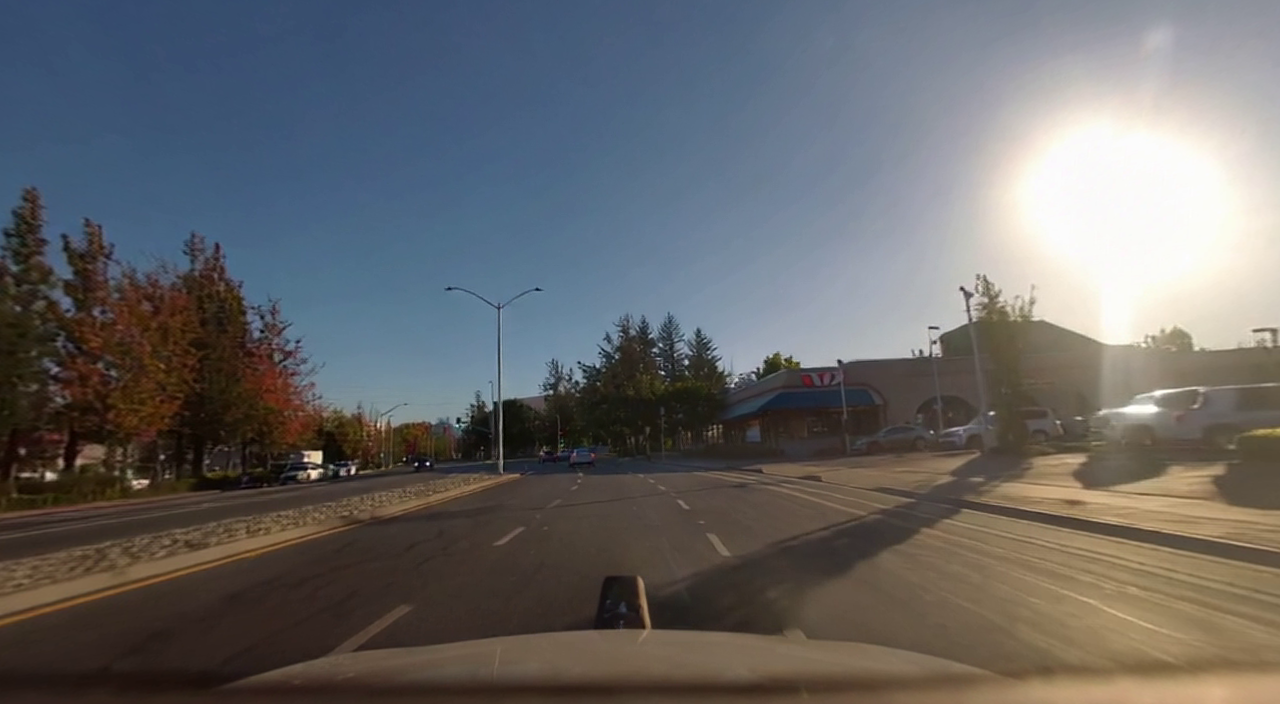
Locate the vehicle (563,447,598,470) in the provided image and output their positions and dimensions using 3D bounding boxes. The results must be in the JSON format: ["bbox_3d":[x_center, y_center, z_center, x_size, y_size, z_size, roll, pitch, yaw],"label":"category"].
[{"bbox_3d":[-4.513,7.961,47.512,2.197,1.642,4.312,2,-8,-11],"label":"vehicle"}]

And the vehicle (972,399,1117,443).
[{"bbox_3d":[15.689,2.726,24.689,4.297,1.632,1.977,0,-8,-2],"label":"vehicle"}]

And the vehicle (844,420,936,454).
[{"bbox_3d":[16.010,5.426,40.604,4.922,1.749,2.145,-4,-6,3],"label":"vehicle"}]
